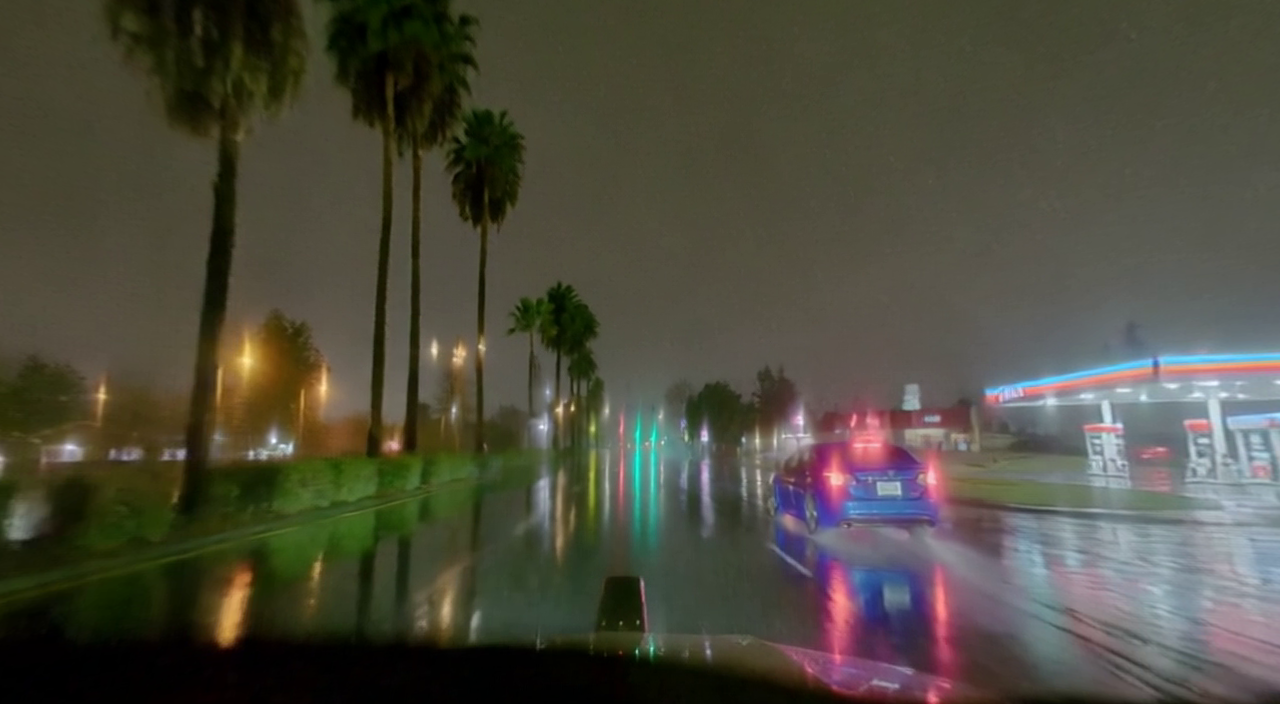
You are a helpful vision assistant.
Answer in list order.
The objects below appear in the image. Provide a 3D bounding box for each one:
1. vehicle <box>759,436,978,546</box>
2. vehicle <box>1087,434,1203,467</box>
[{"bbox_3d":[3.467,2.167,10.616,1.978,1.442,4.262,0,-8,-2],"label":"vehicle"},{"bbox_3d":[32.326,6.292,40.547,5.339,1.812,2.175,-3,-9,3],"label":"vehicle"}]
